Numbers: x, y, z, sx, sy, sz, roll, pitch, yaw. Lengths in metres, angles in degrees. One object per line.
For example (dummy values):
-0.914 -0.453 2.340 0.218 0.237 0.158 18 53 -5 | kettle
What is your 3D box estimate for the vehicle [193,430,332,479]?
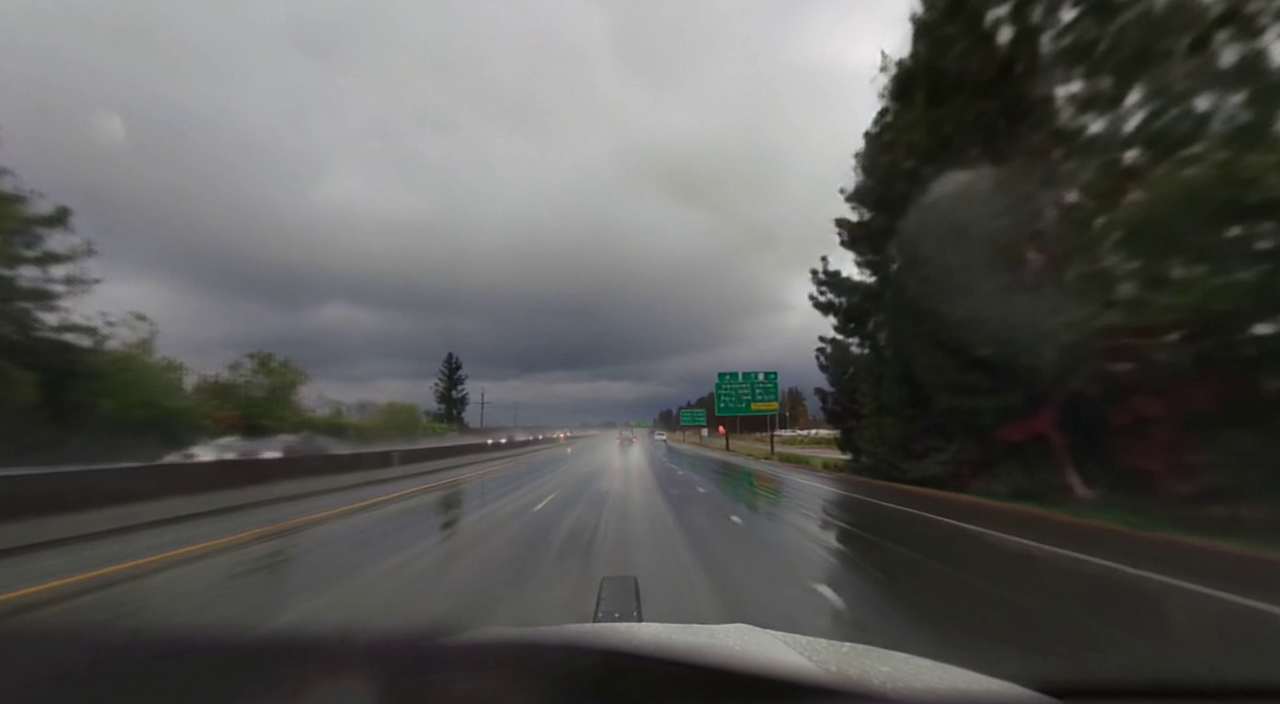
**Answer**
-12.828 3.484 21.850 1.981 1.511 4.613 0 -8 -1 | vehicle
